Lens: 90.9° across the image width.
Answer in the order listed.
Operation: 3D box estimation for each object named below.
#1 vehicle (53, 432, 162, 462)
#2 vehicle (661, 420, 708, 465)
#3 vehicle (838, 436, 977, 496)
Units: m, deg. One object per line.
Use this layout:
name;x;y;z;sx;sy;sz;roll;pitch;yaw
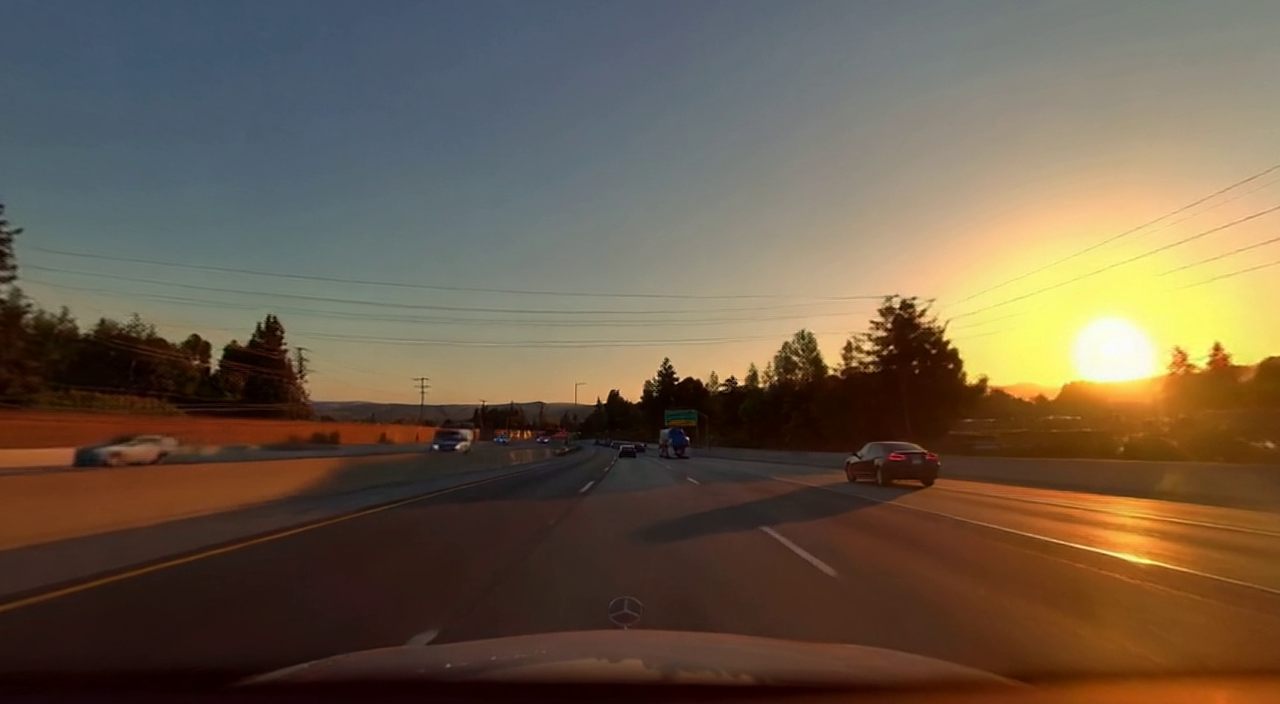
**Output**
vehicle;-28.596;5.139;34.089;2.081;1.495;4.420;0;-8;-1
vehicle;3.293;6.972;48.586;2.791;3.179;8.074;0;-8;-2
vehicle;7.480;3.209;18.232;1.905;1.480;4.624;0;-8;-1
